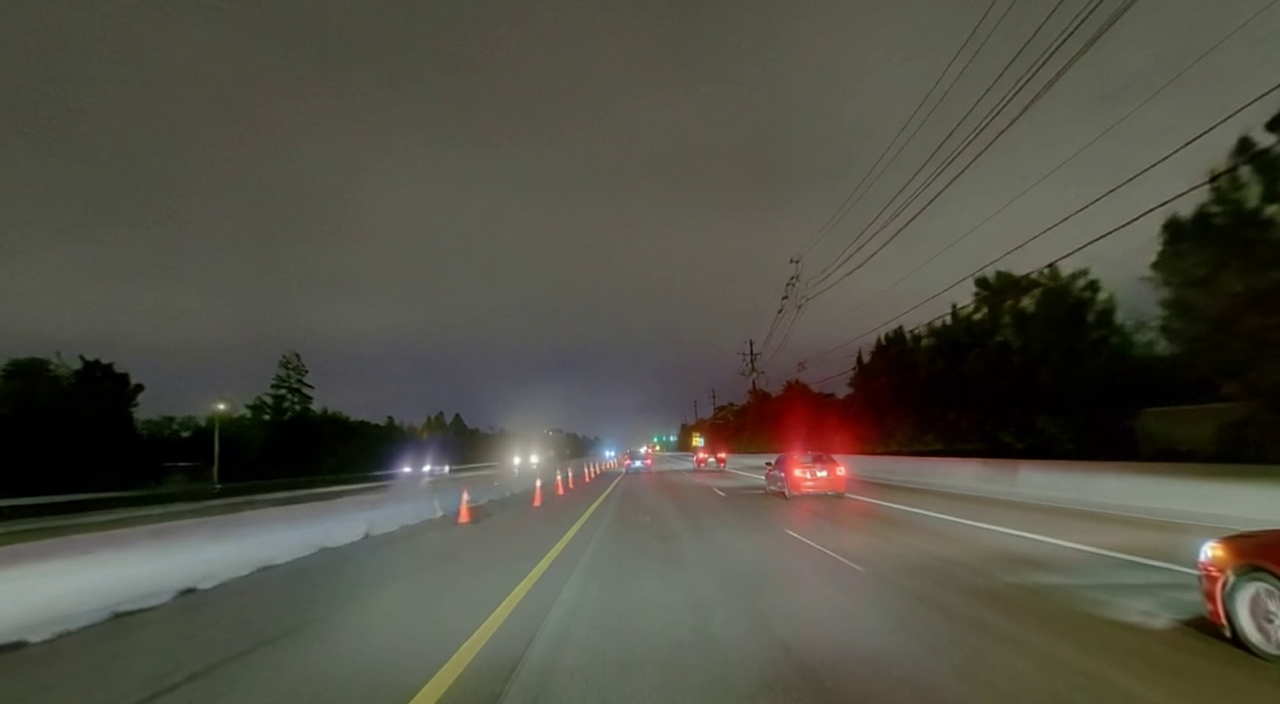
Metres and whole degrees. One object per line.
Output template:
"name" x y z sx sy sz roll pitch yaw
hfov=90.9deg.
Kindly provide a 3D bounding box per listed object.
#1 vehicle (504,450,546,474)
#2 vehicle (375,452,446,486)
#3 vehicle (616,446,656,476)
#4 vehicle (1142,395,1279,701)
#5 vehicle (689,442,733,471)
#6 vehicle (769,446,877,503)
"vehicle" -7.926 7.599 43.746 1.856 1.539 4.679 -1 -8 2
"vehicle" -11.866 6.051 32.977 2.129 1.471 4.192 -3 -8 1
"vehicle" -0.198 6.069 35.438 2.096 1.583 4.150 0 -8 0
"vehicle" 4.289 0.795 1.791 1.997 1.568 4.529 0 -8 1
"vehicle" 5.059 7.480 45.530 2.559 1.943 5.610 0 -8 1
"vehicle" 5.083 3.422 18.120 1.881 1.409 4.016 0 -8 0
